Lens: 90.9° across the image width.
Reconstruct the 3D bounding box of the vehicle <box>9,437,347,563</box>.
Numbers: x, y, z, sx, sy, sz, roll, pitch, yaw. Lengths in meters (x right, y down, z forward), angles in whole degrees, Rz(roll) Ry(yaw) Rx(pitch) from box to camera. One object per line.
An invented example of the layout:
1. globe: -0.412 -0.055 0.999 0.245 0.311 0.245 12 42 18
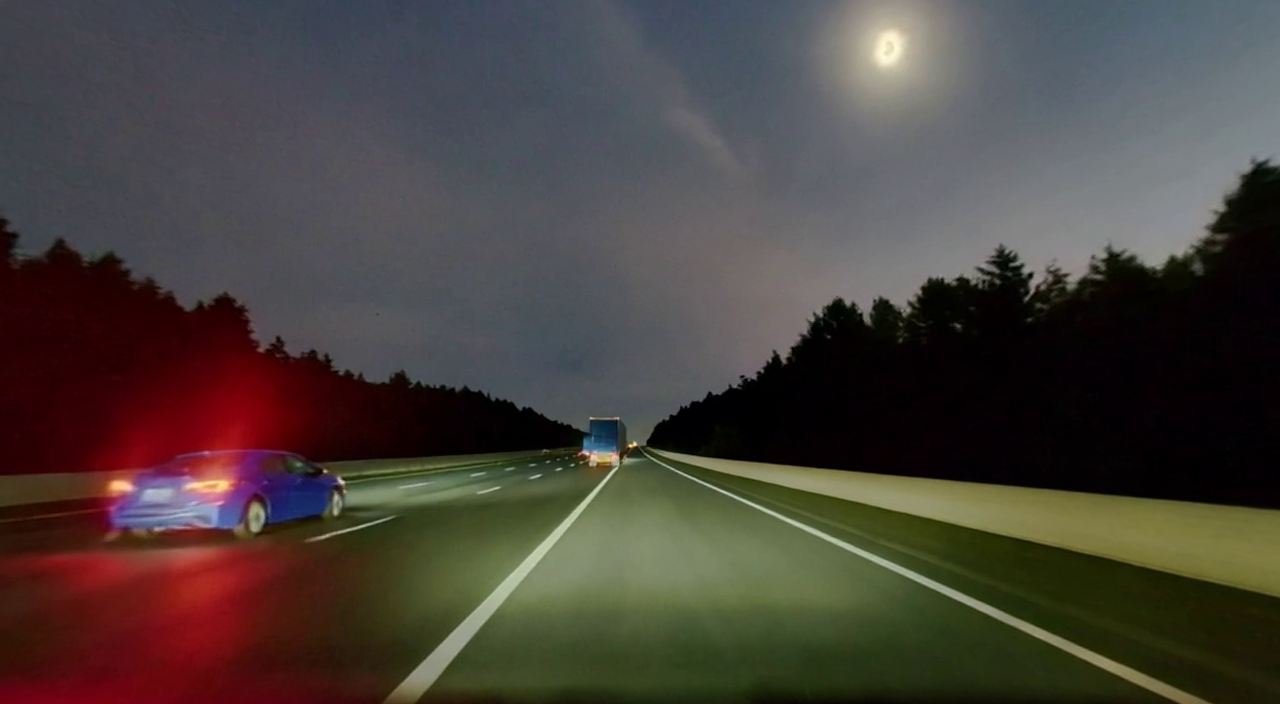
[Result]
1. vehicle: -6.749 2.178 10.069 1.938 1.507 4.557 0 -9 0
